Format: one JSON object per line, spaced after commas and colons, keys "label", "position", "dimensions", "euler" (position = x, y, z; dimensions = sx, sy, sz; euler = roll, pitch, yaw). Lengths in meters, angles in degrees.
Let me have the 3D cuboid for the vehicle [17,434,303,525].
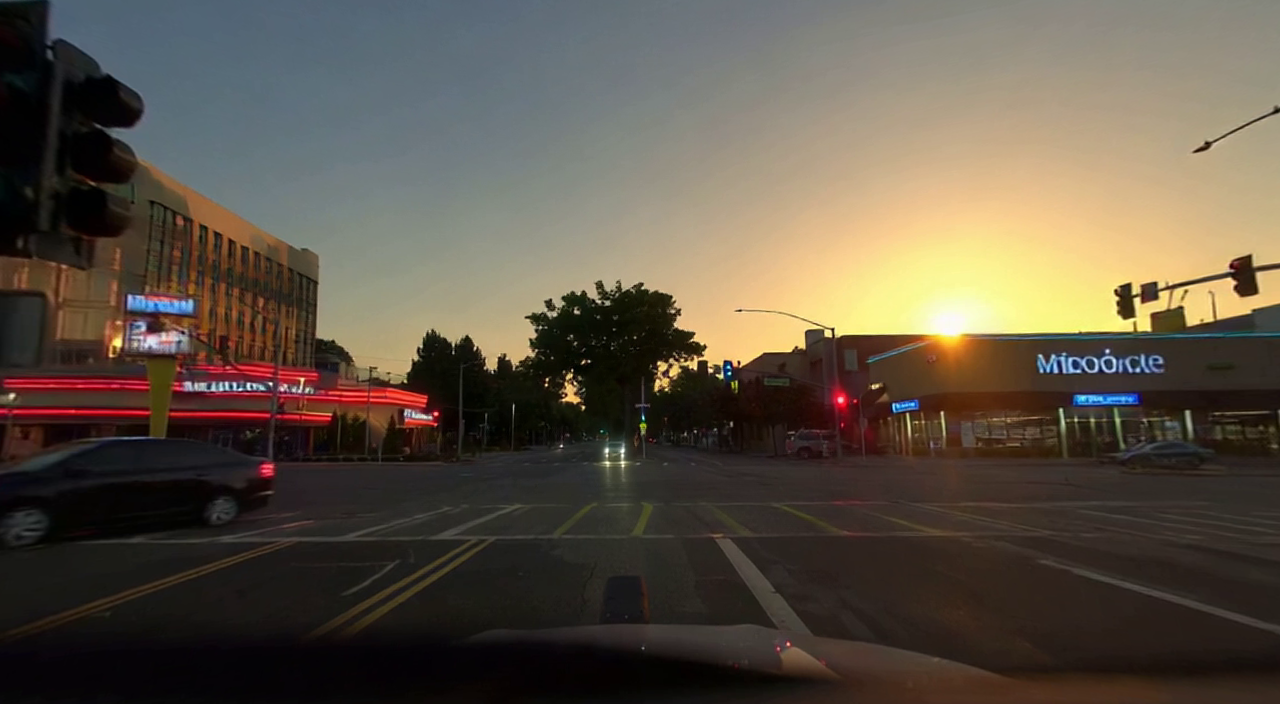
{"label": "vehicle", "position": [-8.940, 2.384, 12.424], "dimensions": [2.086, 1.447, 4.493], "euler": [0, -8, 0]}
